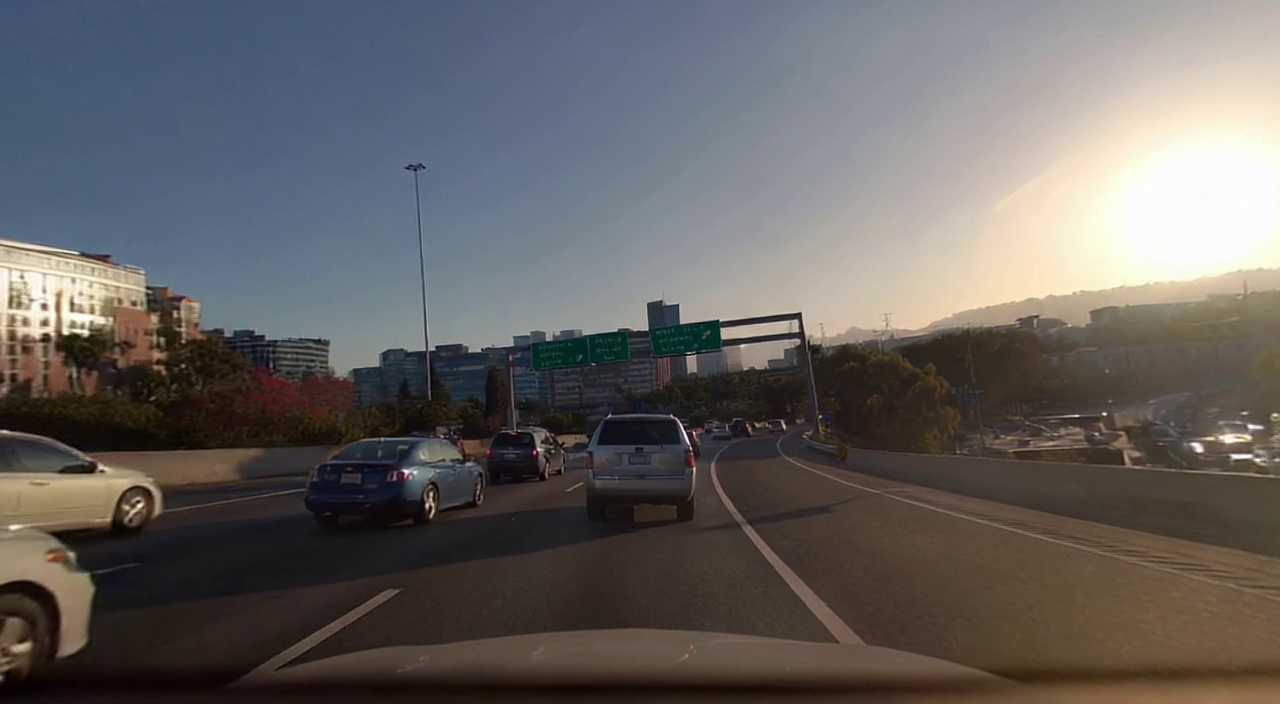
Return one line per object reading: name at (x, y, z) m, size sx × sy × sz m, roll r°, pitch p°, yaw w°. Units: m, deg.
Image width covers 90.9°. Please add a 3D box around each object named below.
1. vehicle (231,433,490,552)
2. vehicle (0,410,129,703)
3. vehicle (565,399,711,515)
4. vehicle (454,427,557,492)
vehicle at (-4.059, 2.096, 10.151) m, size 2.087 × 1.481 × 4.225 m, roll 0°, pitch -9°, yaw 2°
vehicle at (-3.777, 0.716, 0.799) m, size 1.998 × 1.494 × 5.020 m, roll 0°, pitch -9°, yaw 1°
vehicle at (0.020, 2.323, 14.325) m, size 2.616 × 2.063 × 5.933 m, roll 0°, pitch -9°, yaw 1°
vehicle at (-3.931, 3.235, 19.287) m, size 1.953 × 1.729 × 4.377 m, roll -1°, pitch -9°, yaw 4°
